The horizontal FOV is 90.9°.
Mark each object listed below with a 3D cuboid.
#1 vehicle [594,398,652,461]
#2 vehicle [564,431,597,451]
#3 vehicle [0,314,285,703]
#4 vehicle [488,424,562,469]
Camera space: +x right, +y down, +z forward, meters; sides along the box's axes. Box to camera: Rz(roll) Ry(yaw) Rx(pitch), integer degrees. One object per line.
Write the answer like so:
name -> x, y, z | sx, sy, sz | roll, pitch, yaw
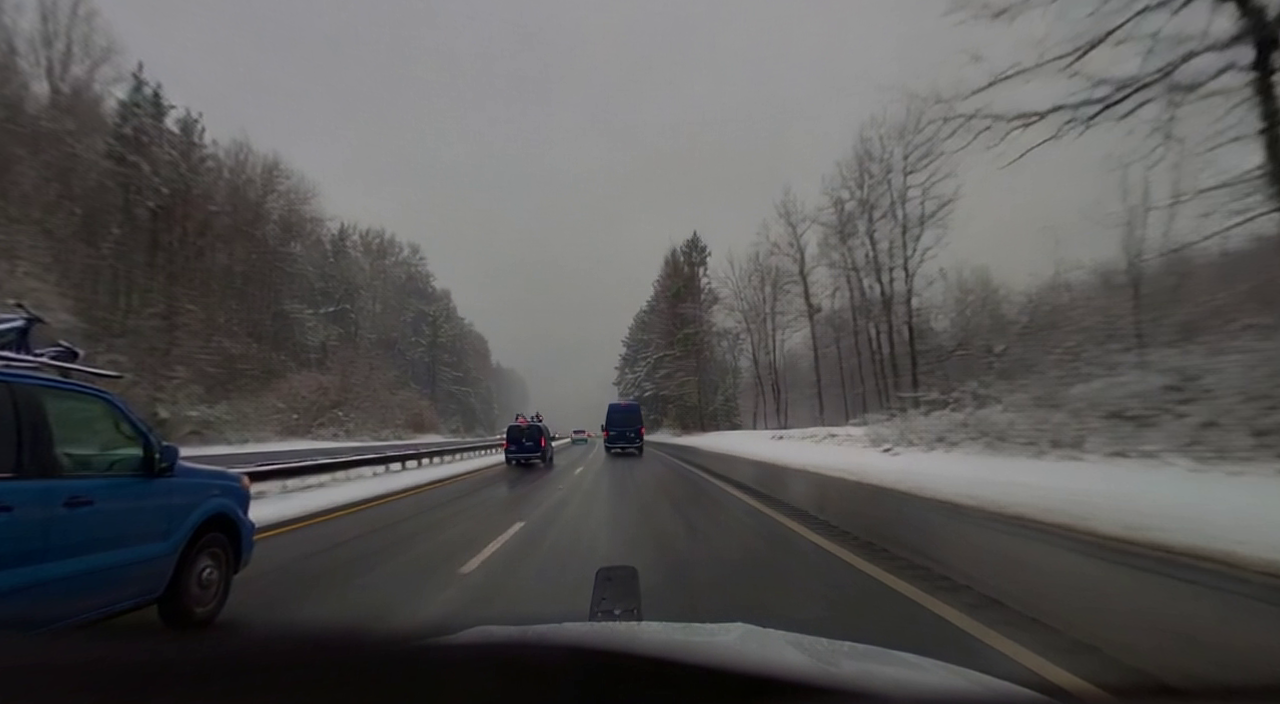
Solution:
vehicle -> -0.922, 3.997, 32.271 | 2.647, 2.896, 6.480 | 0, -8, -3
vehicle -> -4.544, 6.865, 48.834 | 2.251, 1.459, 4.236 | 0, -8, -2
vehicle -> -3.650, 0.684, 2.274 | 2.069, 1.751, 4.720 | 0, -8, -2
vehicle -> -4.421, 3.712, 24.957 | 2.110, 1.636, 4.453 | 0, -8, -1
